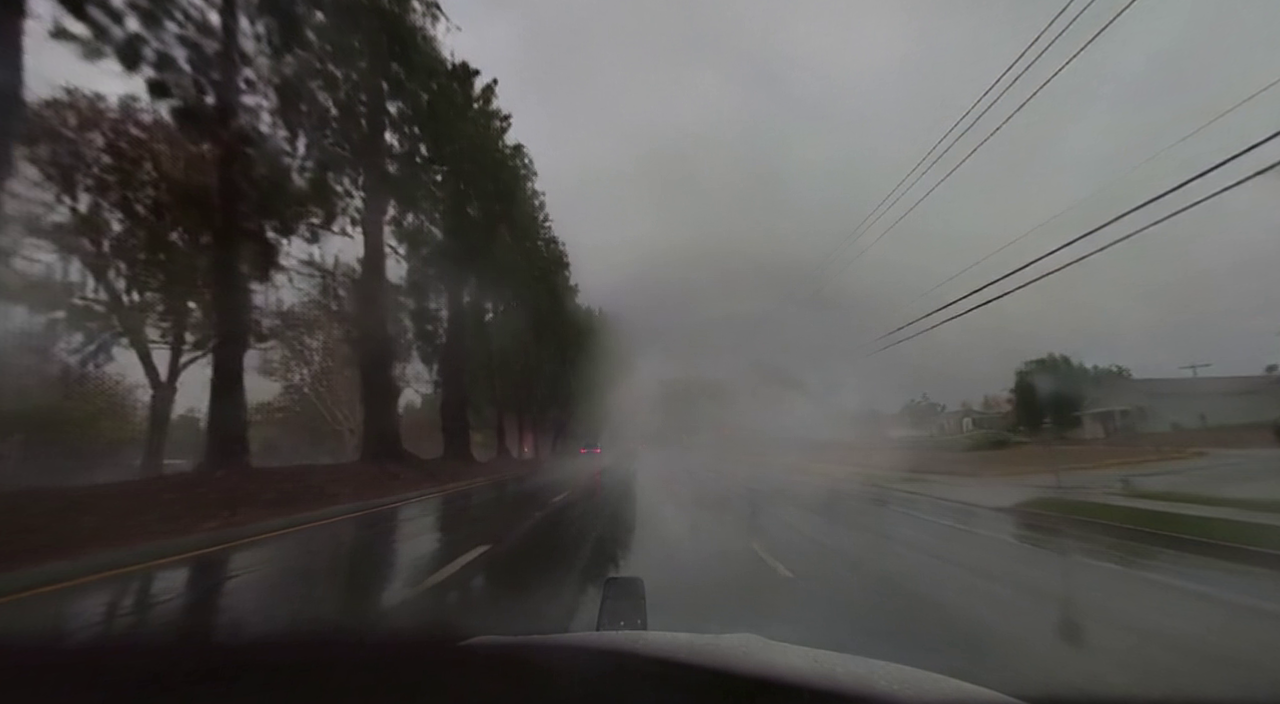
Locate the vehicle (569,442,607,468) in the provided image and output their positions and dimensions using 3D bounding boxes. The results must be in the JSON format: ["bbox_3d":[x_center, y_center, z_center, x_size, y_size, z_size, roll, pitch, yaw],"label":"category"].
[{"bbox_3d":[-3.251,6.518,39.988,2.007,1.514,4.049,0,-8,1],"label":"vehicle"}]
